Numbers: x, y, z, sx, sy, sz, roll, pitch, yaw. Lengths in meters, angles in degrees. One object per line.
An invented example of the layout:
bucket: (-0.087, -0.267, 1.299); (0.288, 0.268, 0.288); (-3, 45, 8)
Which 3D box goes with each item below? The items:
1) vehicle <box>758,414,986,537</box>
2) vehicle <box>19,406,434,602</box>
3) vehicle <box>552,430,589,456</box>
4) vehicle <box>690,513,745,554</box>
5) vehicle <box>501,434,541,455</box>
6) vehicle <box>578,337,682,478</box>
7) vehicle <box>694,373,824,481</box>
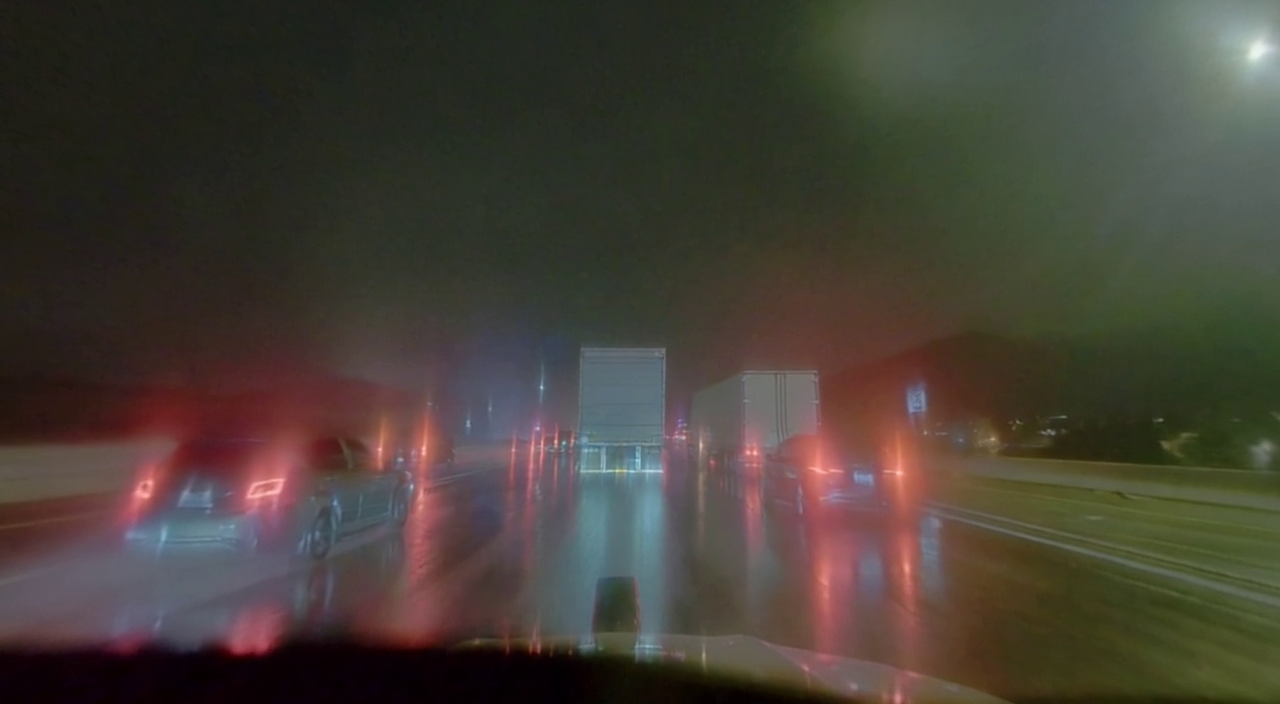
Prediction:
vehicle: (3.270, 1.810, 9.889); (1.976, 1.513, 4.065); (0, -8, -1)
vehicle: (-3.828, 1.430, 6.817); (1.882, 1.493, 3.828); (0, -8, 0)
vehicle: (-4.557, 6.065, 41.854); (1.986, 1.612, 4.155); (0, -8, 0)
vehicle: (4.577, 10.833, 37.697); (2.835, 2.000, 2.696); (0, -7, -2)
vehicle: (-8.529, 6.666, 45.491); (2.019, 1.471, 4.347); (0, -8, 0)
vehicle: (-0.421, 2.223, 22.953); (2.938, 4.033, 9.980); (0, -8, -2)
vehicle: (4.939, 3.786, 30.030); (2.863, 3.936, 14.058); (0, -9, -3)
